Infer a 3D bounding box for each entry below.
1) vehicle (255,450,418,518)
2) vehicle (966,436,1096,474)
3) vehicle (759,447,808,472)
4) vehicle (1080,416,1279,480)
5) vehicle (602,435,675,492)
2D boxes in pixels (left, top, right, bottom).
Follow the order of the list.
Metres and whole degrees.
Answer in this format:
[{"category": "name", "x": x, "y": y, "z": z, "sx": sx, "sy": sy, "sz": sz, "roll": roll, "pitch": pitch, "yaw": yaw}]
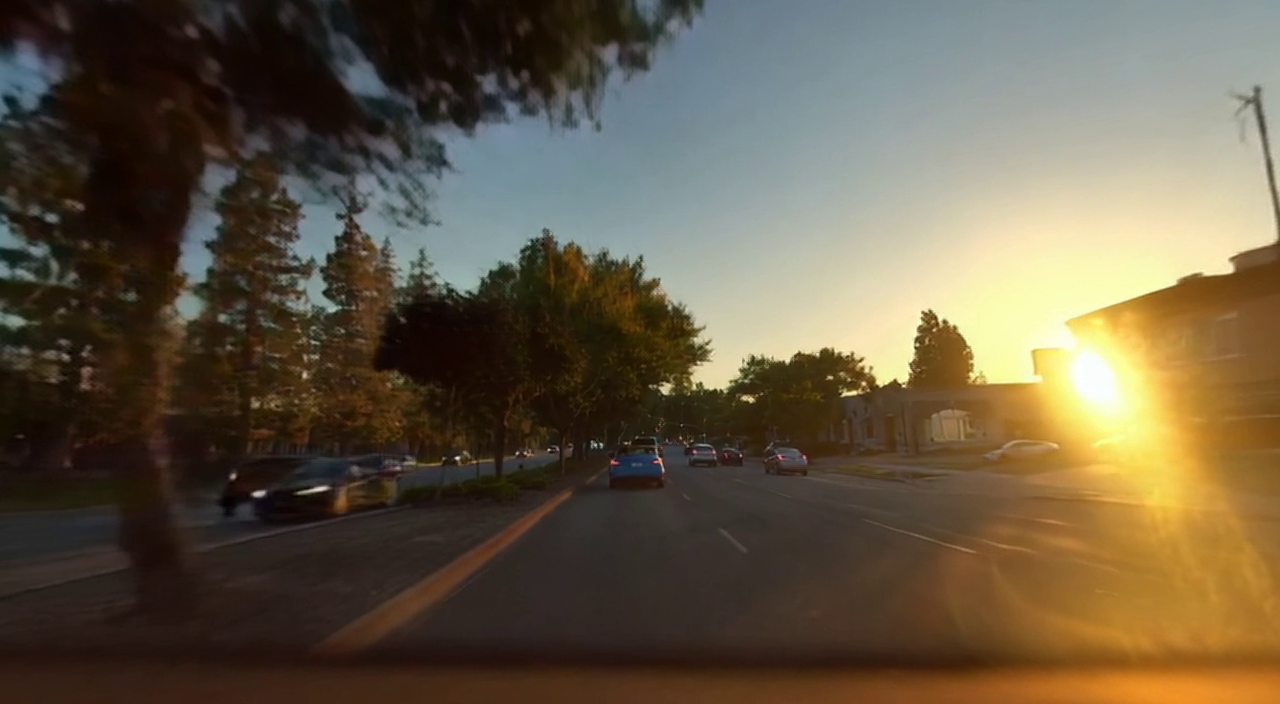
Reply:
[{"category": "vehicle", "x": -7.750, "y": 3.368, "z": 16.777, "sx": 1.948, "sy": 1.508, "sz": 4.749, "roll": 0, "pitch": -9, "yaw": 0}, {"category": "vehicle", "x": 19.485, "y": 5.133, "z": 31.634, "sx": 4.932, "sy": 1.514, "sz": 2.327, "roll": -3, "pitch": -8, "yaw": -5}, {"category": "vehicle", "x": 9.127, "y": 6.870, "z": 40.557, "sx": 2.045, "sy": 1.484, "sz": 4.342, "roll": 0, "pitch": -9, "yaw": -2}, {"category": "vehicle", "x": 19.711, "y": 3.461, "z": 22.808, "sx": 5.677, "sy": 2.171, "sz": 2.393, "roll": 0, "pitch": -9, "yaw": 4}, {"category": "vehicle", "x": -0.083, "y": 3.809, "z": 21.934, "sx": 2.266, "sy": 1.762, "sz": 4.131, "roll": 0, "pitch": -9, "yaw": -1}]
